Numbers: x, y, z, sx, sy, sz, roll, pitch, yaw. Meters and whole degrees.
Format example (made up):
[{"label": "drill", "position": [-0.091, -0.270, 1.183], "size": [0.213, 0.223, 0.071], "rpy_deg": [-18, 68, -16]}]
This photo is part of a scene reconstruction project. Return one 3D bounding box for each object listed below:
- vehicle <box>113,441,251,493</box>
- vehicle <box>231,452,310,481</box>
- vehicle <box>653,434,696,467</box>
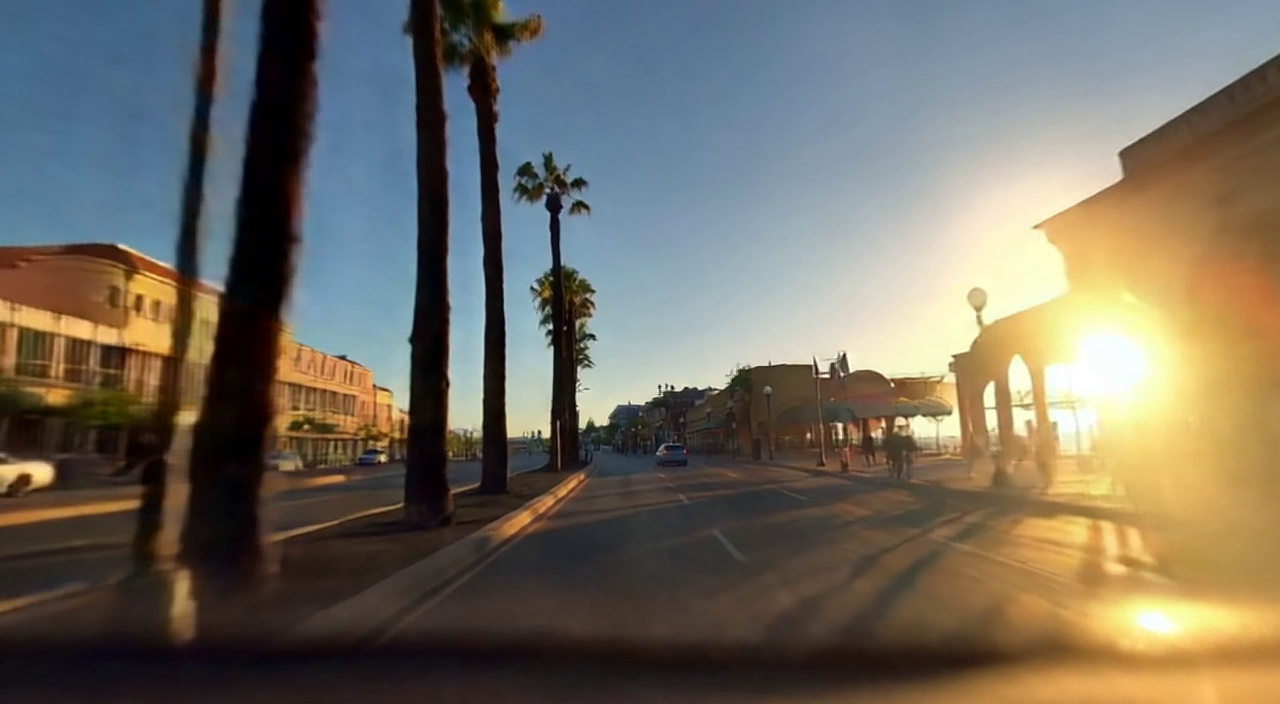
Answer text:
[{"label": "vehicle", "position": [-18.399, 4.606, 25.734], "size": [2.136, 1.890, 4.670], "rpy_deg": [0, -9, -1]}, {"label": "vehicle", "position": [-21.806, 6.728, 37.492], "size": [1.866, 1.553, 4.835], "rpy_deg": [0, -9, -2]}, {"label": "vehicle", "position": [2.228, 6.645, 42.665], "size": [2.284, 2.010, 6.670], "rpy_deg": [0, -9, -2]}]
